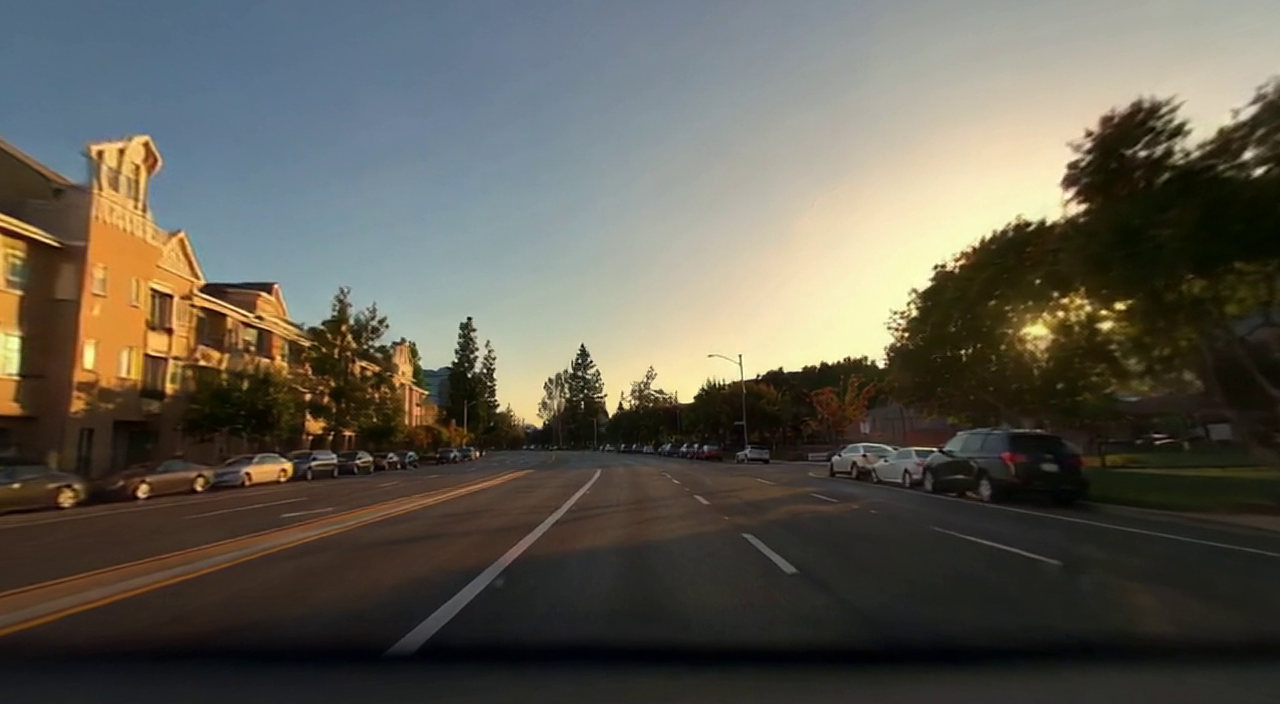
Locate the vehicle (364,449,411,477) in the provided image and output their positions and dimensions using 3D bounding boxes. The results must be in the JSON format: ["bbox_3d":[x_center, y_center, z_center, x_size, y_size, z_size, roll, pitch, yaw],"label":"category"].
[{"bbox_3d":[-18.022,7.894,45.123,1.802,1.477,4.648,-3,-6,-5],"label":"vehicle"}]

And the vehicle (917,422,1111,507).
[{"bbox_3d":[9.934,3.046,17.423,2.091,1.962,5.091,1,-9,-2],"label":"vehicle"}]

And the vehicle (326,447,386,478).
[{"bbox_3d":[-17.816,6.917,39.753,1.883,1.775,4.466,0,-9,-3],"label":"vehicle"}]

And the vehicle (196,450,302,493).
[{"bbox_3d":[-17.182,5.221,27.993,1.859,1.694,4.638,0,-9,-2],"label":"vehicle"}]

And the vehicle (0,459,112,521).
[{"bbox_3d":[-17.084,3.695,17.022,1.891,1.474,4.437,-1,-9,-2],"label":"vehicle"}]

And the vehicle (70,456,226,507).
[{"bbox_3d":[-17.038,4.461,22.200,1.807,1.466,4.693,-1,-9,-1],"label":"vehicle"}]

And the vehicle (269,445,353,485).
[{"bbox_3d":[-17.513,5.996,33.878,2.099,1.917,4.720,0,-9,-3],"label":"vehicle"}]
